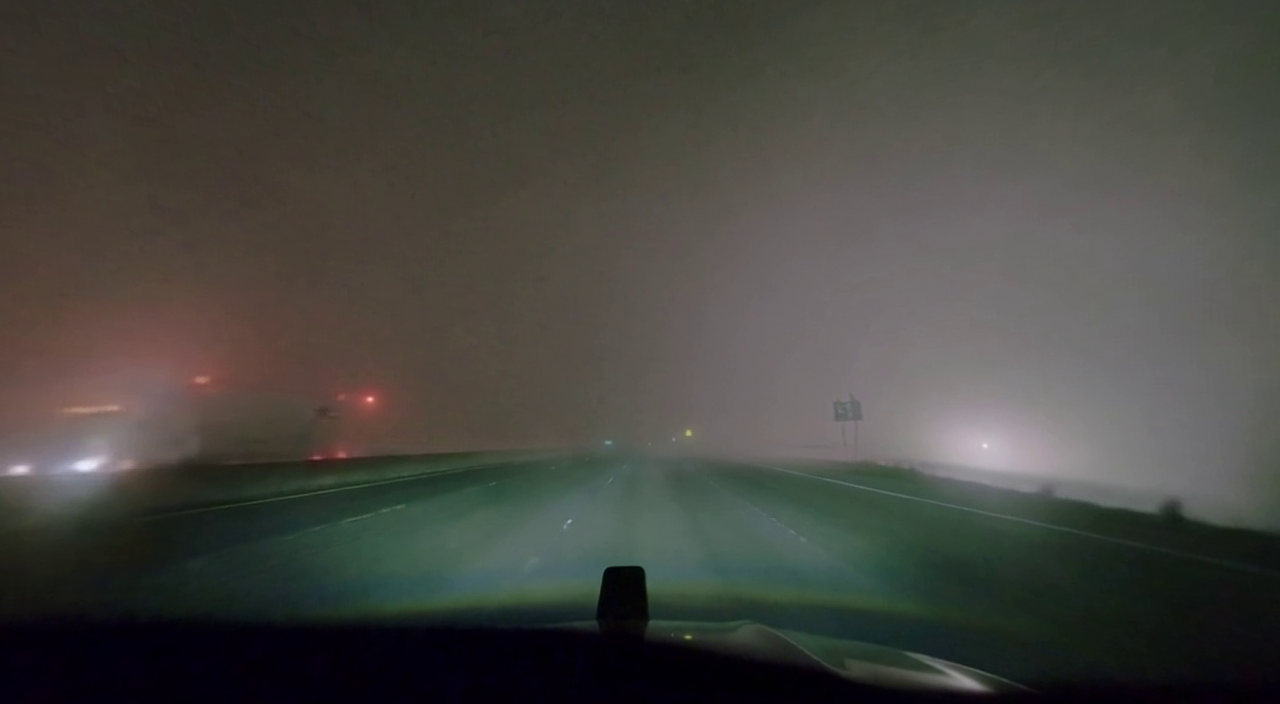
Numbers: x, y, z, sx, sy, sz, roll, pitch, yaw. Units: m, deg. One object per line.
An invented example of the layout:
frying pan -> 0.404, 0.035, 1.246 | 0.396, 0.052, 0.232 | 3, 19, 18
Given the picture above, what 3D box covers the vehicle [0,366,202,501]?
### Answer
vehicle -> -19.112, 2.846, 21.878 | 3.006, 3.996, 6.212 | 0, -8, 1
